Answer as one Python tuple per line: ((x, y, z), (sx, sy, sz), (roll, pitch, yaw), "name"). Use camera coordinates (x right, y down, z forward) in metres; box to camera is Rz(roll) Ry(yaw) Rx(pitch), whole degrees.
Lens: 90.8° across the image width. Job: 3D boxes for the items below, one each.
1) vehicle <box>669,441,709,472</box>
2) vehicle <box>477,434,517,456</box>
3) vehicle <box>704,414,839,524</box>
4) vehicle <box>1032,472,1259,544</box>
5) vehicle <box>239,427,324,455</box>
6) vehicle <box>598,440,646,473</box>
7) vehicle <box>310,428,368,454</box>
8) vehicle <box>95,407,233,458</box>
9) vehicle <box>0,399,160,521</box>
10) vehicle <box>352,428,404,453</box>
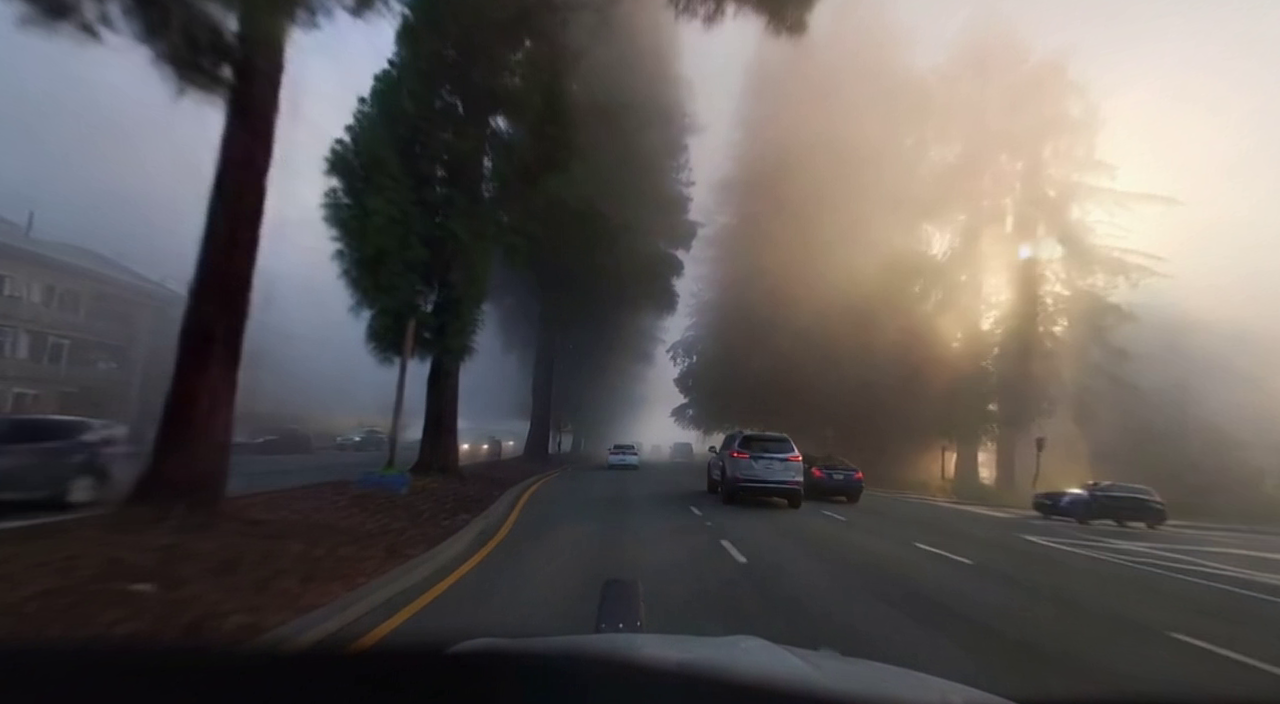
((2.834, 6.140, 37.421), (1.922, 1.708, 4.126), (0, -9, -2), "vehicle")
((-11.189, 7.307, 49.687), (2.105, 1.645, 4.590), (0, -9, 0), "vehicle")
((2.820, 2.607, 14.527), (2.035, 1.940, 4.299), (5, -9, 0), "vehicle")
((14.296, 4.422, 18.208), (4.545, 1.770, 2.057), (-2, -9, 10), "vehicle")
((-19.316, 4.863, 34.288), (1.913, 1.417, 4.592), (0, -9, 0), "vehicle")
((-0.789, 4.910, 29.848), (2.119, 1.460, 3.847), (0, -9, 0), "vehicle")
((-19.486, 5.808, 41.115), (1.780, 1.546, 4.060), (0, -9, -1), "vehicle")
((-19.308, 3.360, 25.994), (2.056, 1.899, 4.803), (0, -9, -2), "vehicle")
((-8.672, 1.357, 7.952), (1.861, 1.456, 4.303), (0, -9, 0), "vehicle")
((-19.473, 6.632, 47.200), (1.958, 1.756, 4.530), (0, -9, 0), "vehicle")
